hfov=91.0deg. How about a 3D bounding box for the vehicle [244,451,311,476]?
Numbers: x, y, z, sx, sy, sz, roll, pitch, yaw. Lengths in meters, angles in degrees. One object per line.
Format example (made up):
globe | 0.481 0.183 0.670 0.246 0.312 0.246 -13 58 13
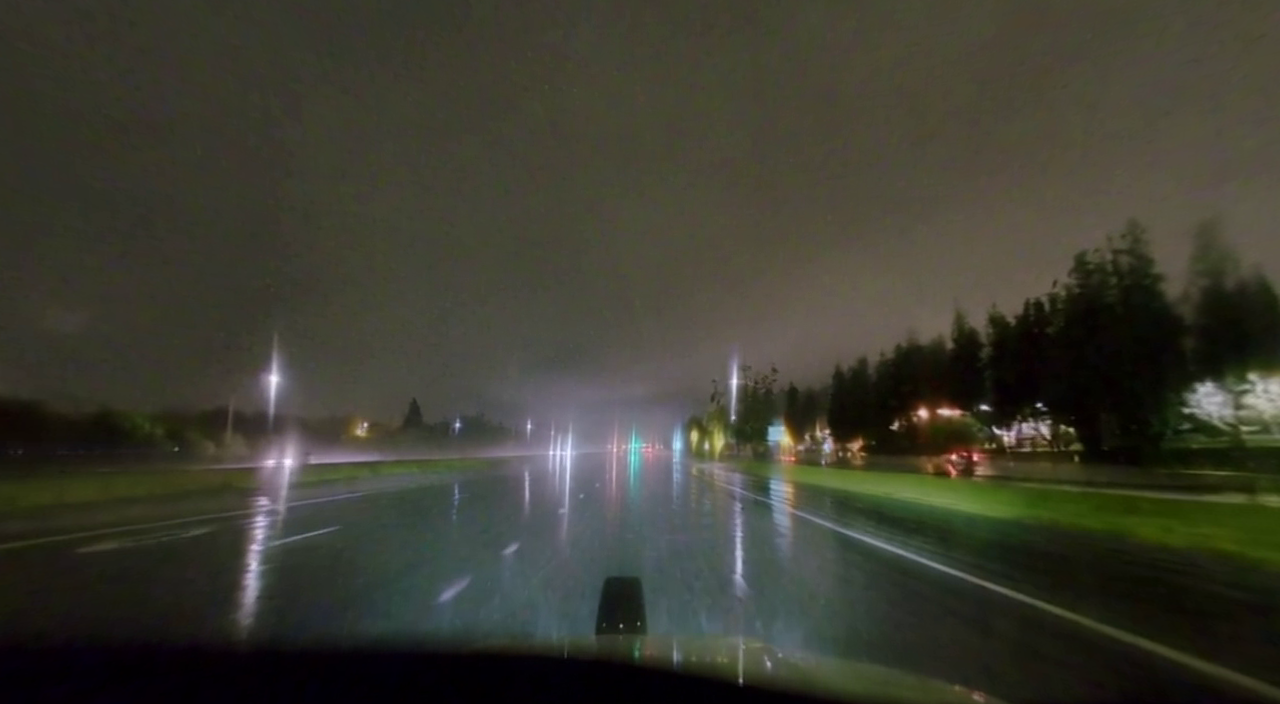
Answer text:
vehicle | -24.949 7.662 43.532 1.918 1.596 4.471 0 -9 2
